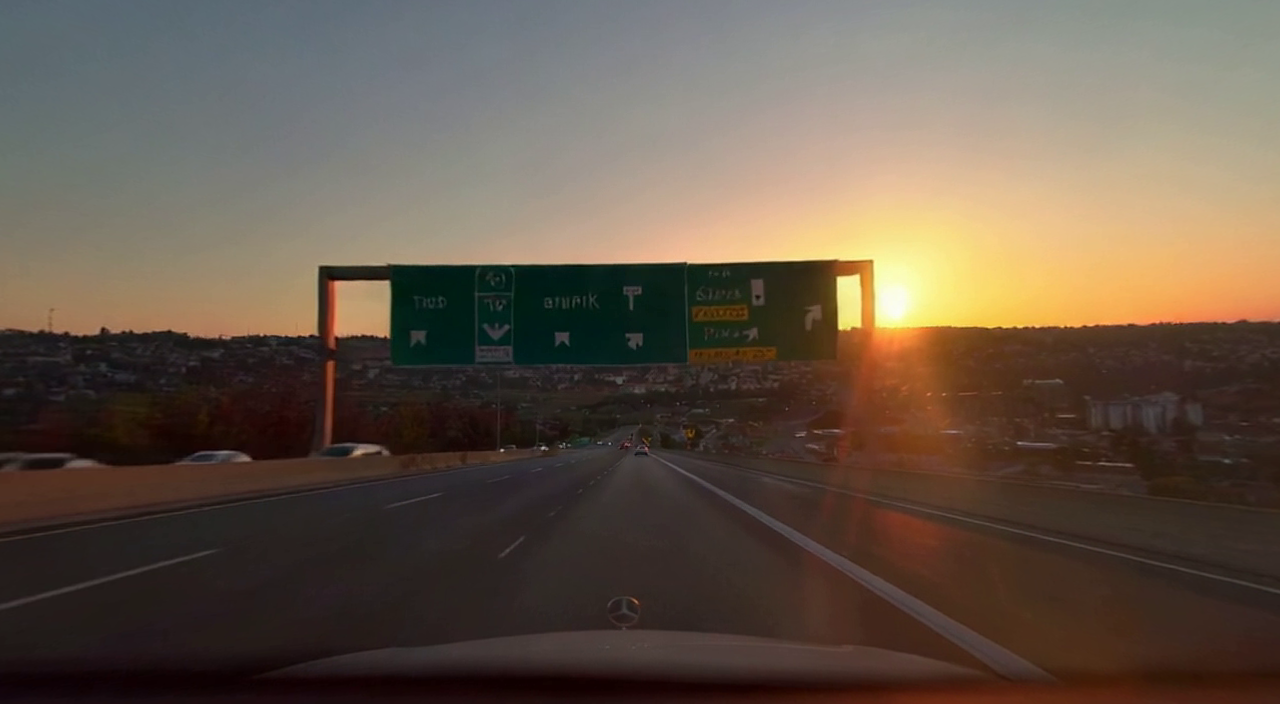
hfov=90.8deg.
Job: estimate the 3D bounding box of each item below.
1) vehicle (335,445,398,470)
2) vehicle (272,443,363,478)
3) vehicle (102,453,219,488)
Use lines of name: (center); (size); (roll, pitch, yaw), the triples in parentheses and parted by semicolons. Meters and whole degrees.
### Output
vehicle: (-18.288, 7.071, 42.467); (2.123, 1.517, 4.776); (0, -9, 0)
vehicle: (-14.949, 5.039, 29.563); (1.943, 1.481, 4.364); (0, -9, 0)
vehicle: (-21.896, 5.399, 29.083); (1.857, 1.456, 4.536); (0, -9, 0)
